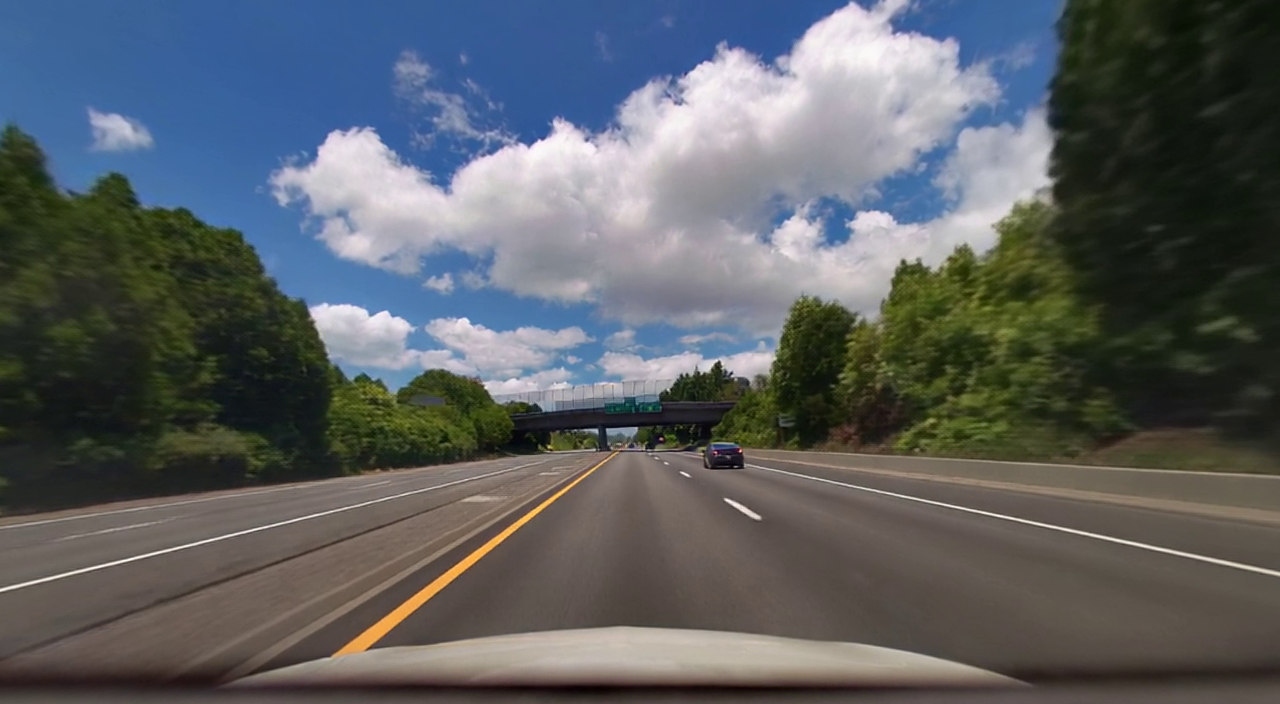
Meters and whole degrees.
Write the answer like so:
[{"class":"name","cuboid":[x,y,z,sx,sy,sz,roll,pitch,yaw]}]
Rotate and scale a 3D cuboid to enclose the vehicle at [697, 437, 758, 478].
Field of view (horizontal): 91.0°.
[{"class":"vehicle","cuboid":[3.376,4.118,24.885,1.781,1.470,3.540,0,-8,-2]}]
